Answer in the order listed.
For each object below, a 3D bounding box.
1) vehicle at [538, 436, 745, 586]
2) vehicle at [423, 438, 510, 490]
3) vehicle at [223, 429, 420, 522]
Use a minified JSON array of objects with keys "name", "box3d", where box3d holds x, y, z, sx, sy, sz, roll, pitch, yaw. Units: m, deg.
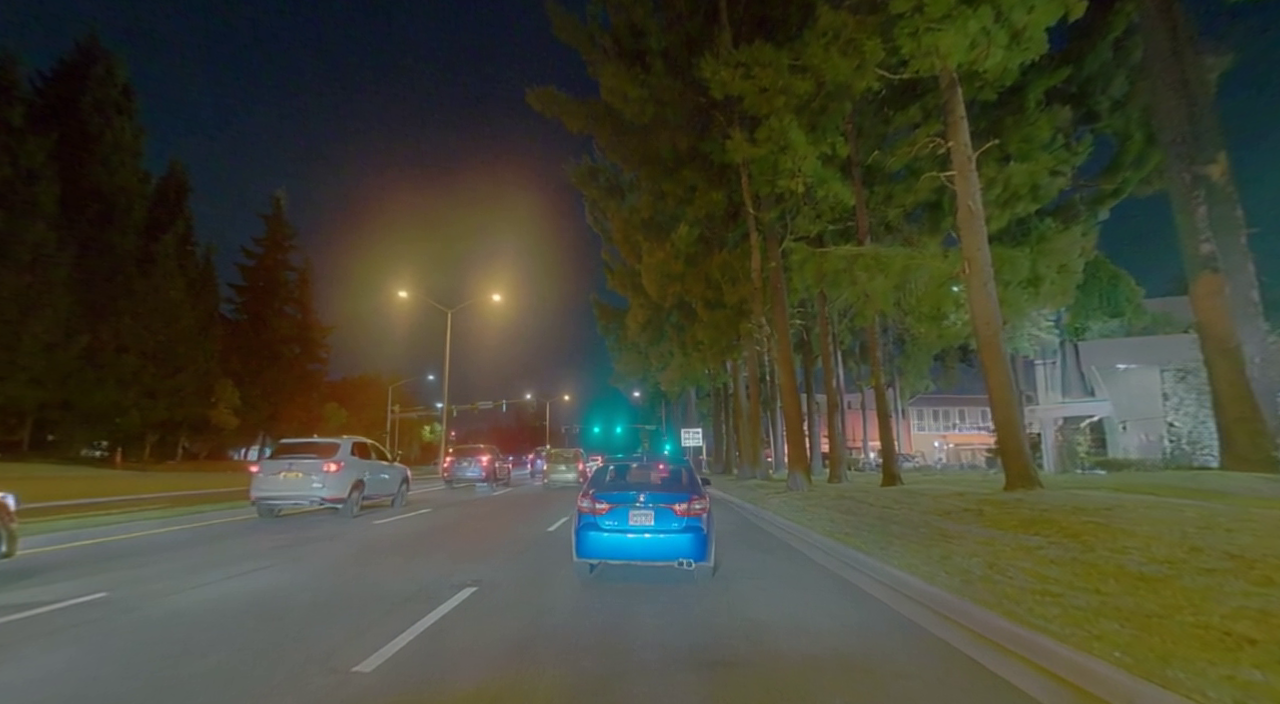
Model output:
[{"name":"vehicle","box3d":[0.056,1.906,8.397,2.091,1.494,3.962,0,-9,1]},{"name":"vehicle","box3d":[-6.793,4.425,25.261,2.130,1.900,4.470,0,-9,1]},{"name":"vehicle","box3d":[-6.955,2.731,14.491,2.032,1.767,4.549,0,-9,2]}]
